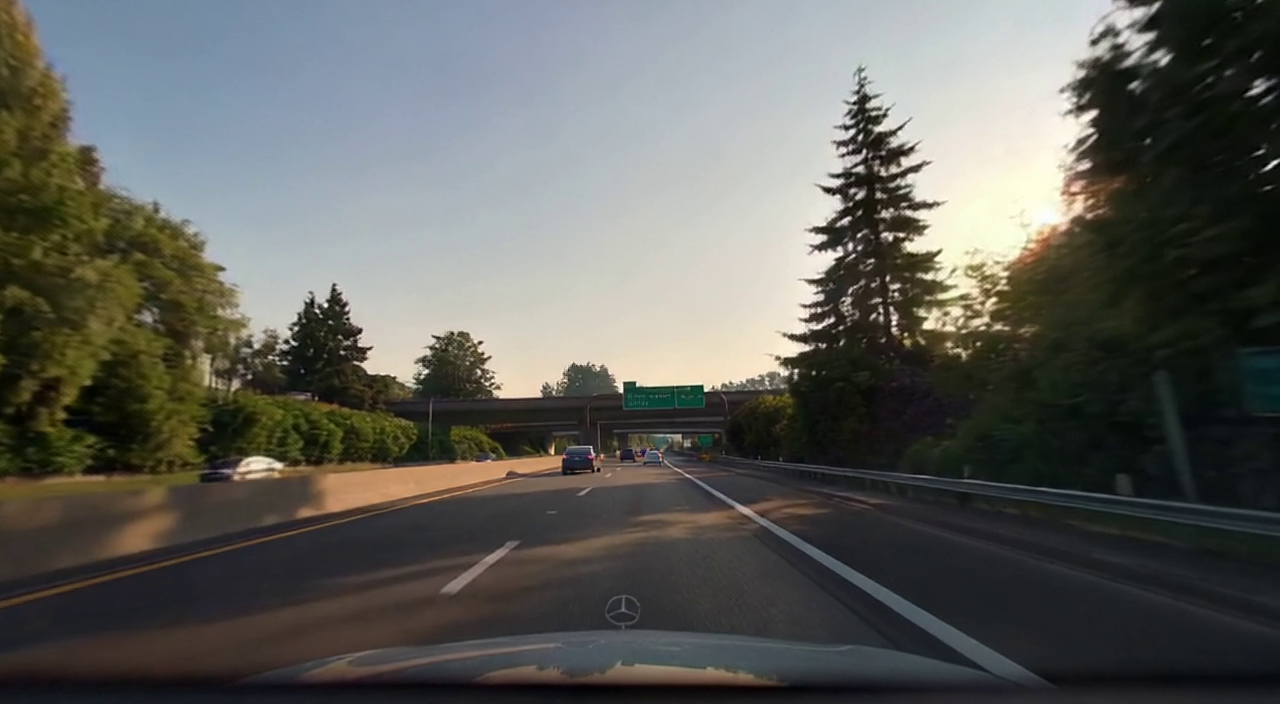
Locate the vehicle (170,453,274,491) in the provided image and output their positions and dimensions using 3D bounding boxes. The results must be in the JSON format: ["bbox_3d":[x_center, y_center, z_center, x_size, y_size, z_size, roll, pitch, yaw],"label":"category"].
[{"bbox_3d":[-20.471,5.880,31.197,1.911,1.690,4.546,0,-9,1],"label":"vehicle"}]

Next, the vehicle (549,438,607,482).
[{"bbox_3d":[-2.782,4.955,29.113,2.143,1.853,4.123,-1,-9,2],"label":"vehicle"}]
